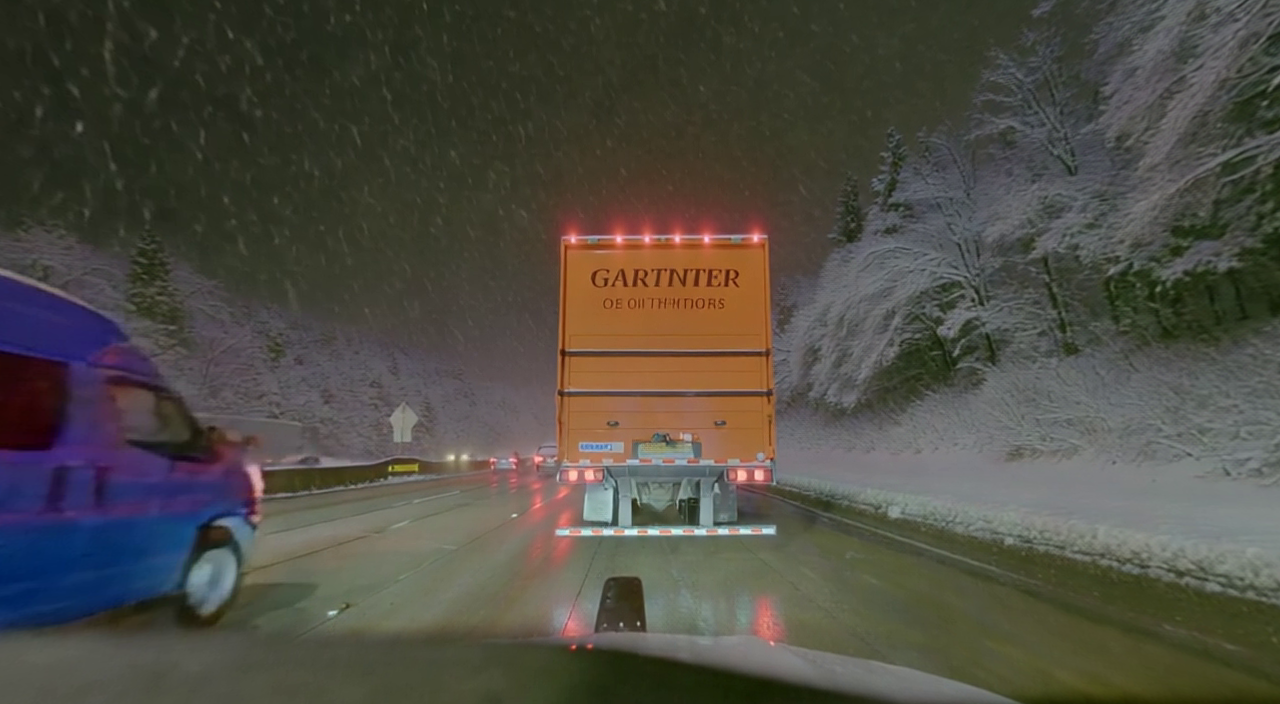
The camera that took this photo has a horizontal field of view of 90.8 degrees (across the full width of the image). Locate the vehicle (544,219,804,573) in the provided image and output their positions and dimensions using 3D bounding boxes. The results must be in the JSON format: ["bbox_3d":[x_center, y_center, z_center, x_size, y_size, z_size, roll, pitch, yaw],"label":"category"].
[{"bbox_3d":[0.445,1.246,12.431,2.853,4.054,10.557,0,-9,1],"label":"vehicle"}]

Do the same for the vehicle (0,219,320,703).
[{"bbox_3d":[-4.139,0.692,3.278,2.208,2.522,5.187,0,-9,-1],"label":"vehicle"}]

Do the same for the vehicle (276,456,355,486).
[{"bbox_3d":[-17.093,6.253,33.505,1.878,1.441,4.330,0,-9,0],"label":"vehicle"}]

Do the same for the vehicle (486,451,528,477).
[{"bbox_3d":[-8.233,6.954,39.410,1.828,1.502,3.385,0,-9,1],"label":"vehicle"}]
